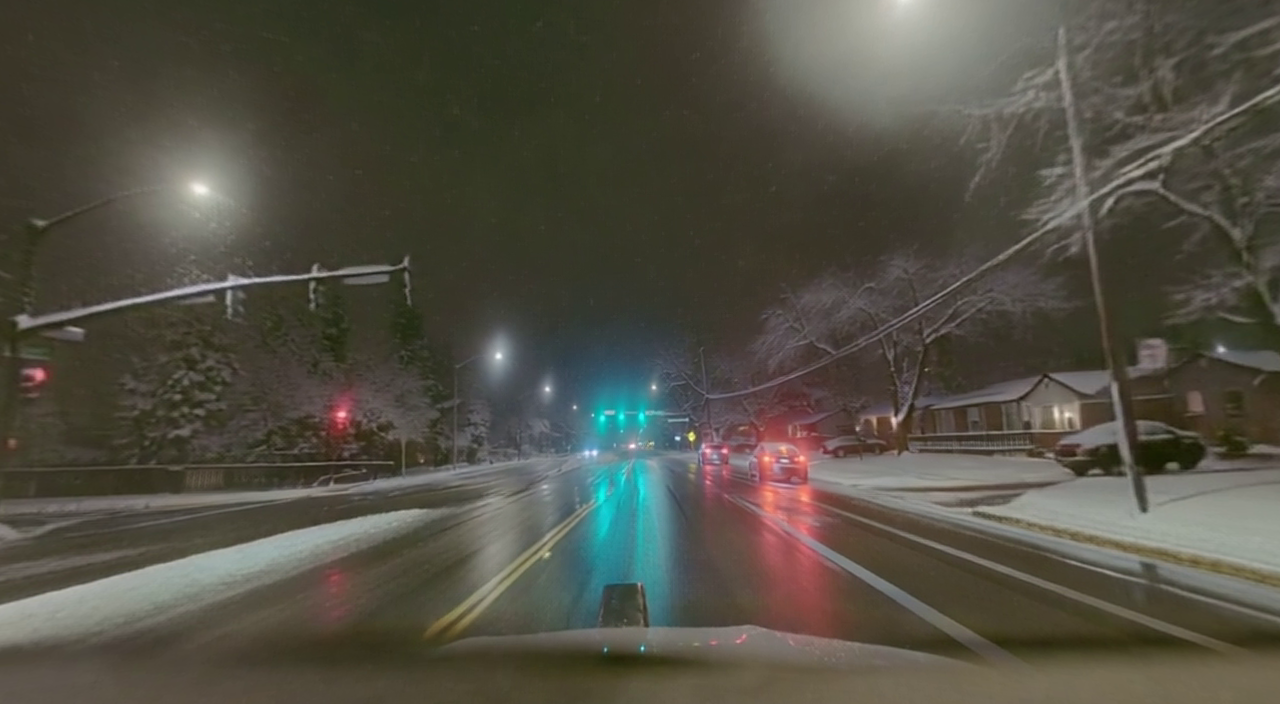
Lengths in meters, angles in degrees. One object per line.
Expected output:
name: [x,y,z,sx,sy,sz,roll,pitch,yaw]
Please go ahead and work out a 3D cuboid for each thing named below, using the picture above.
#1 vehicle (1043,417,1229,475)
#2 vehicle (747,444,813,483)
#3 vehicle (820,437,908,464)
vehicle: [14.559,2.782,18.700,3.769,1.598,1.987,0,-8,1]
vehicle: [5.824,4.676,26.817,1.855,1.520,4.808,0,-8,2]
vehicle: [13.011,5.745,36.784,4.461,1.461,1.805,0,-8,-1]
